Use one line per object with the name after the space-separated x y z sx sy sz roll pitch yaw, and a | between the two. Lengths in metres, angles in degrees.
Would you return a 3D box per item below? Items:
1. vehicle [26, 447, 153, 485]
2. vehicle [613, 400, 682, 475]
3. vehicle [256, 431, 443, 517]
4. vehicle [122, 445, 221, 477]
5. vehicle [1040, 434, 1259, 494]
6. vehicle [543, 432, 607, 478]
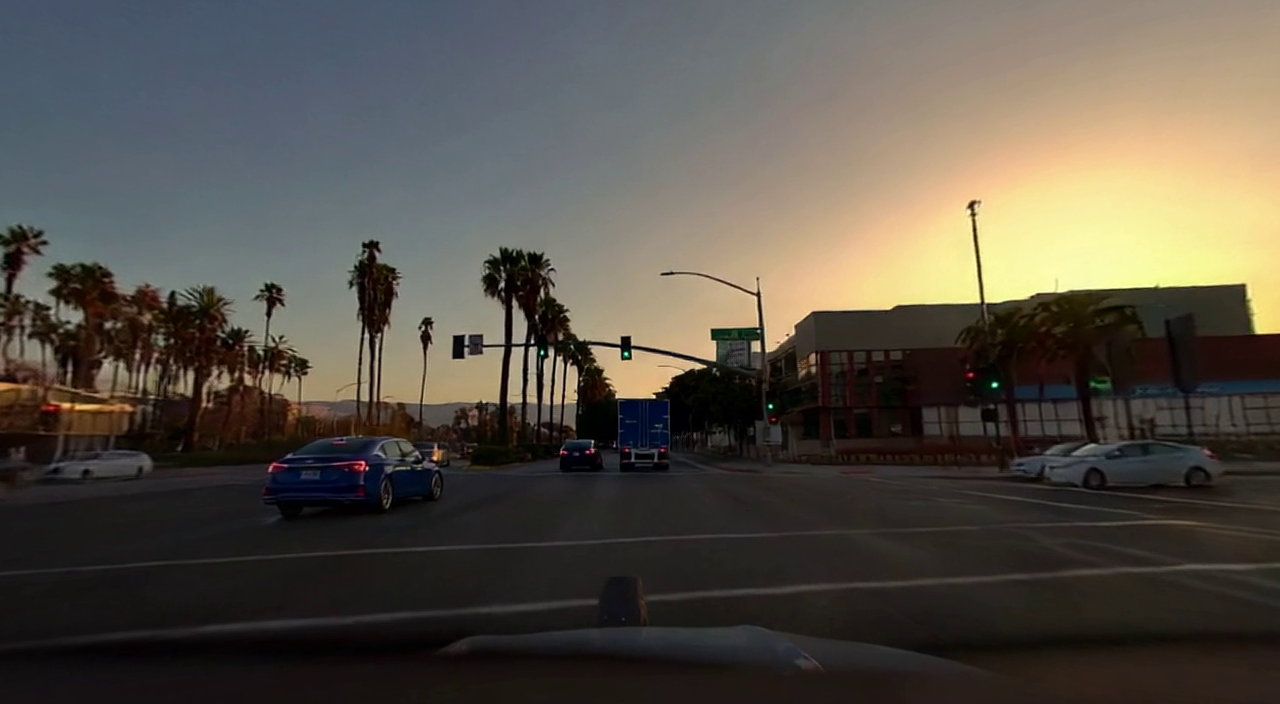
-24.717 5.102 28.442 1.897 1.606 4.160 0 -9 1 | vehicle
0.352 4.246 30.890 2.993 3.235 6.692 0 -9 1 | vehicle
-6.373 2.722 14.538 2.045 1.630 4.680 0 -9 0 | vehicle
-27.849 6.480 37.569 2.006 1.791 4.944 0 -9 1 | vehicle
14.671 3.272 18.310 4.568 1.485 1.936 -2 -11 0 | vehicle
-2.785 4.550 27.989 2.178 1.826 4.933 0 -9 2 | vehicle
